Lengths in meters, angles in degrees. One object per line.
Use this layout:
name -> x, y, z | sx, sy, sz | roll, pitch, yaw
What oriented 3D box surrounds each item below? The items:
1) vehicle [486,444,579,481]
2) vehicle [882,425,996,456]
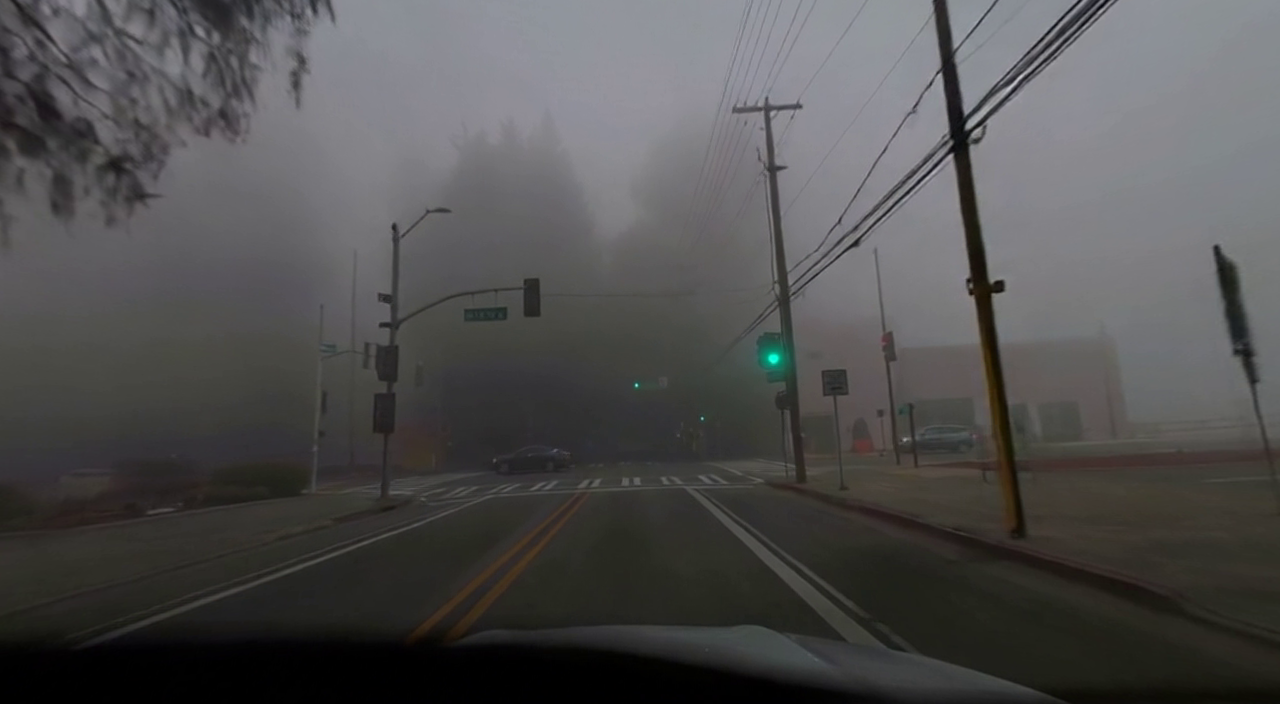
vehicle -> -4.977, 4.949, 28.720 | 2.118, 1.478, 4.624 | 5, -10, -39
vehicle -> 14.645, 4.375, 31.141 | 4.632, 1.484, 1.907 | 0, -9, -1
